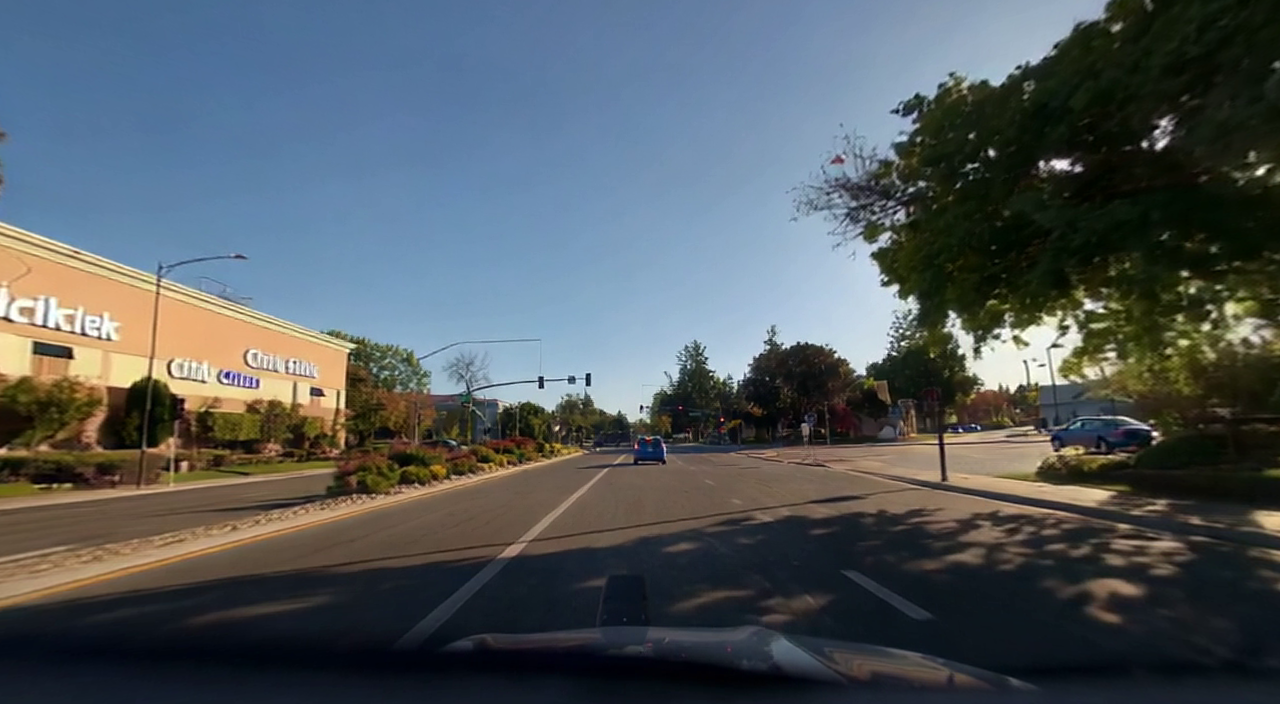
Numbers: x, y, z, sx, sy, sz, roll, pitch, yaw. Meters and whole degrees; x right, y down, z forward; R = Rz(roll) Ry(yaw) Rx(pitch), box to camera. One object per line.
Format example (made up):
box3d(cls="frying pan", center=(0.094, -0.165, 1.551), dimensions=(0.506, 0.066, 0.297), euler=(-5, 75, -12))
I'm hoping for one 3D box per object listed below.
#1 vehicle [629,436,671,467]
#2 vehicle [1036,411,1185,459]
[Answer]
box3d(cls="vehicle", center=(0.431, 5.141, 32.797), dimensions=(2.028, 1.478, 4.545), euler=(0, -8, -1))
box3d(cls="vehicle", center=(23.497, 4.271, 32.044), dimensions=(2.647, 2.185, 6.556), euler=(-1, -8, 2))
